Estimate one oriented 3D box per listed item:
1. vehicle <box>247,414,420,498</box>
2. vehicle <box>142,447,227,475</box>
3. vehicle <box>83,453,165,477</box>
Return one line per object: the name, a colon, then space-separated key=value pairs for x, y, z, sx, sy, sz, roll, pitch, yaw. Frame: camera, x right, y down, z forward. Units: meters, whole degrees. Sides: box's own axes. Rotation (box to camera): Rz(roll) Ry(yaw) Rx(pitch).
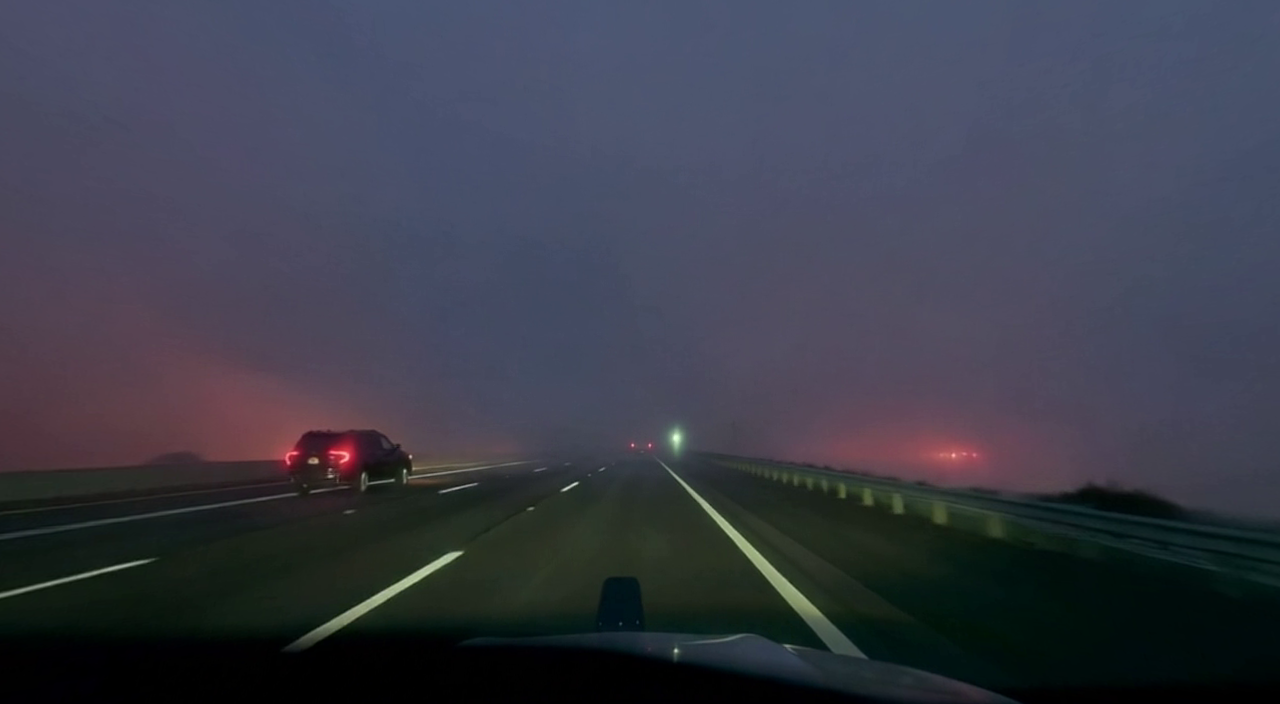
vehicle: x=-8.054 y=2.816 z=17.281 sx=2.163 sy=1.947 sz=4.959 roll=0 pitch=-9 yaw=1
vehicle: x=-28.993 y=6.935 z=40.306 sx=1.951 sy=1.652 sz=4.578 roll=0 pitch=-9 yaw=1
vehicle: x=-36.019 y=7.867 z=44.101 sx=1.861 sy=1.523 sz=4.493 roll=0 pitch=-9 yaw=1
